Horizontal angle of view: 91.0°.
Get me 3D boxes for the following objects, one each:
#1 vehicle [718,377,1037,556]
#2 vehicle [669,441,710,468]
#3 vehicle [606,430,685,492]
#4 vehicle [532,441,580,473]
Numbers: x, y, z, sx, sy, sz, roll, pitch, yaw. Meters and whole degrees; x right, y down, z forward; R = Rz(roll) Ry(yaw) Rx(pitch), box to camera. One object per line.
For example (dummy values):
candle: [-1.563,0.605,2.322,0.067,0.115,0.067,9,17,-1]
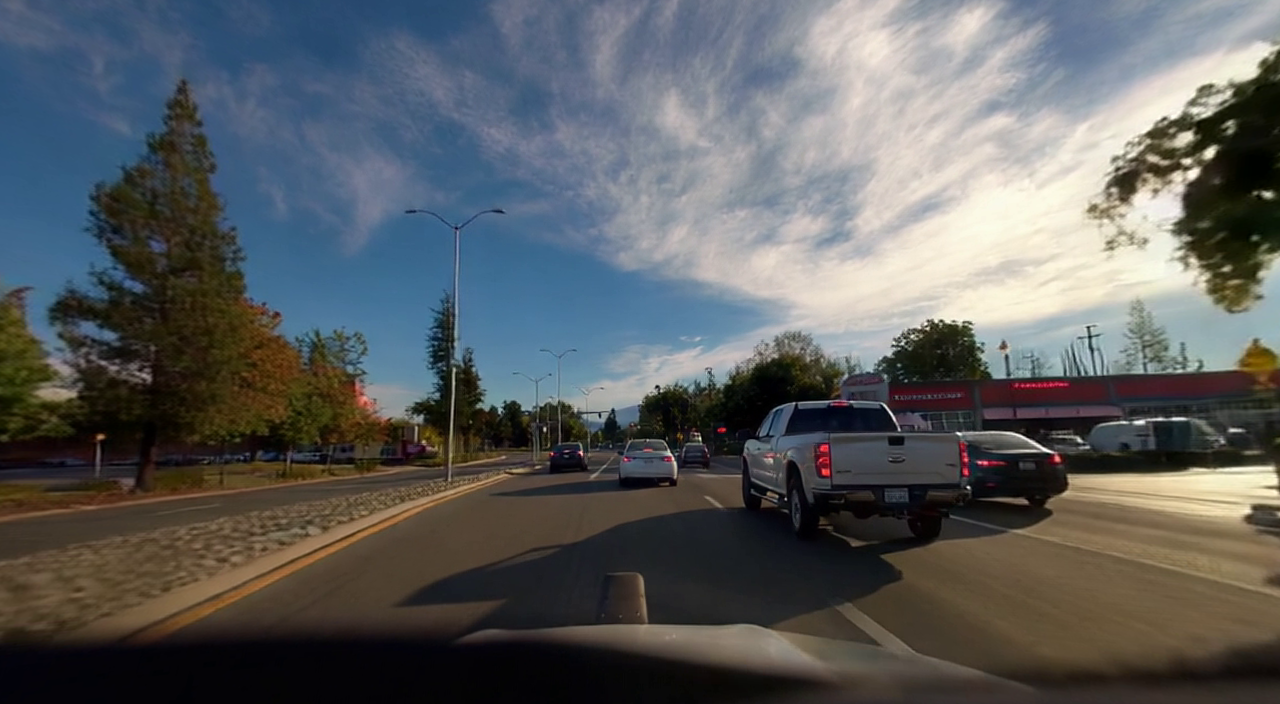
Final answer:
vehicle: [3.192,1.796,10.515,2.731,2.101,6.047,0,-9,-3]
vehicle: [2.836,5.998,37.073,1.970,1.464,4.249,0,-9,-1]
vehicle: [0.099,3.248,19.080,2.145,1.650,4.021,0,-8,-1]
vehicle: [-4.059,5.130,31.029,1.960,1.475,4.161,0,-9,-3]
